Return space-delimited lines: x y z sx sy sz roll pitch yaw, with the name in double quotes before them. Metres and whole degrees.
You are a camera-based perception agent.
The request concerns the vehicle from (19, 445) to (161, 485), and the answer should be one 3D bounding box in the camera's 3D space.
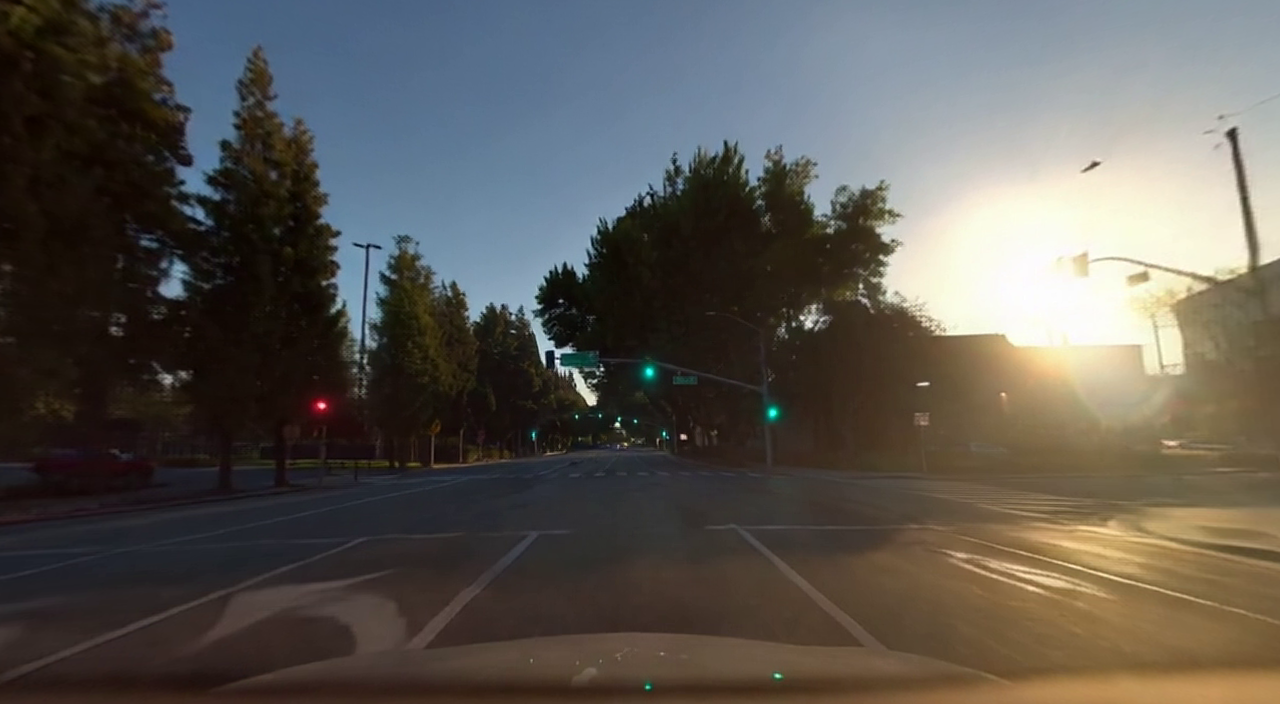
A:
"vehicle" -25.865 5.329 29.877 4.577 1.584 2.000 3 -7 -7
